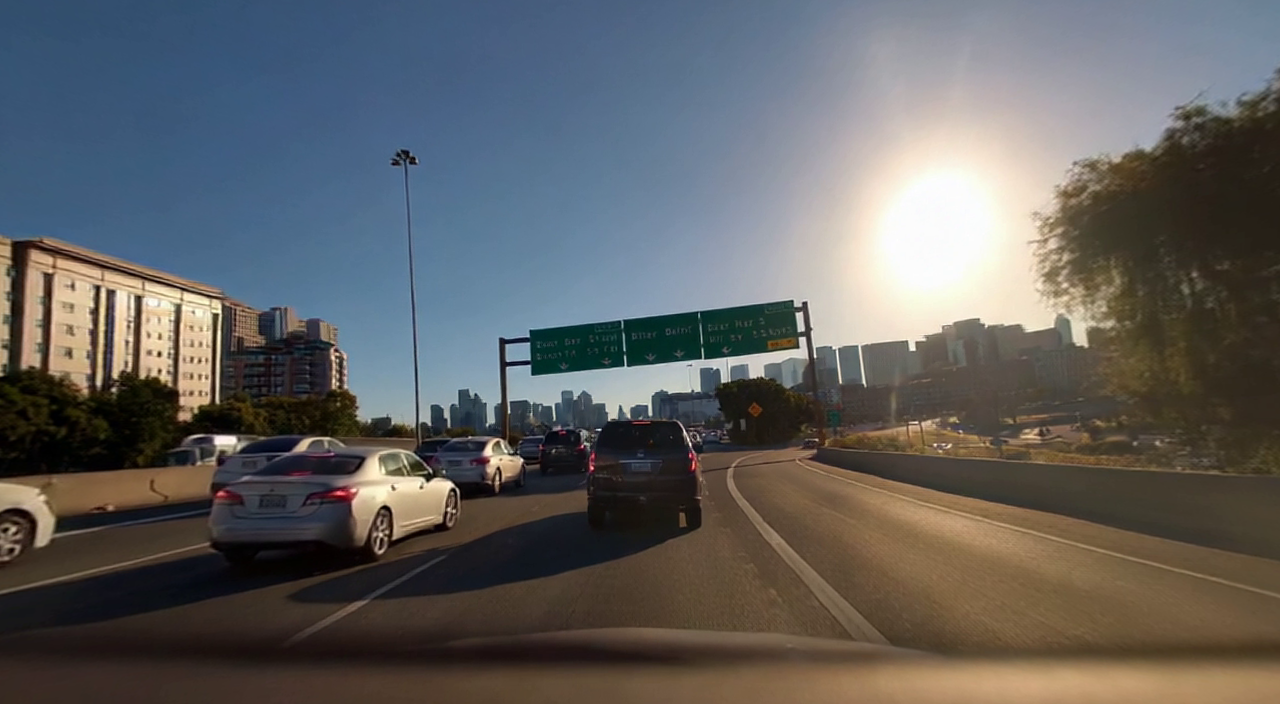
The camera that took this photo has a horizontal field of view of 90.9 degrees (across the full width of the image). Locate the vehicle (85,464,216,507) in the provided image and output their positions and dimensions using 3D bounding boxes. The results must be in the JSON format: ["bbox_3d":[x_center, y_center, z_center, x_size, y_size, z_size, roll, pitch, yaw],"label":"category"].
[{"bbox_3d":[-20.497,5.575,26.722,1.795,1.506,4.762,0,-9,-1],"label":"vehicle"}]

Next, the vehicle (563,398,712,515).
[{"bbox_3d":[0.033,2.284,14.173,2.616,2.063,5.933,0,-9,1],"label":"vehicle"}]

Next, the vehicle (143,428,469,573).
[{"bbox_3d":[-4.075,1.867,8.744,2.087,1.481,4.225,0,-9,2],"label":"vehicle"}]

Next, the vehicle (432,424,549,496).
[{"bbox_3d":[-3.971,2.973,17.658,1.953,1.729,4.377,0,-9,3],"label":"vehicle"}]
